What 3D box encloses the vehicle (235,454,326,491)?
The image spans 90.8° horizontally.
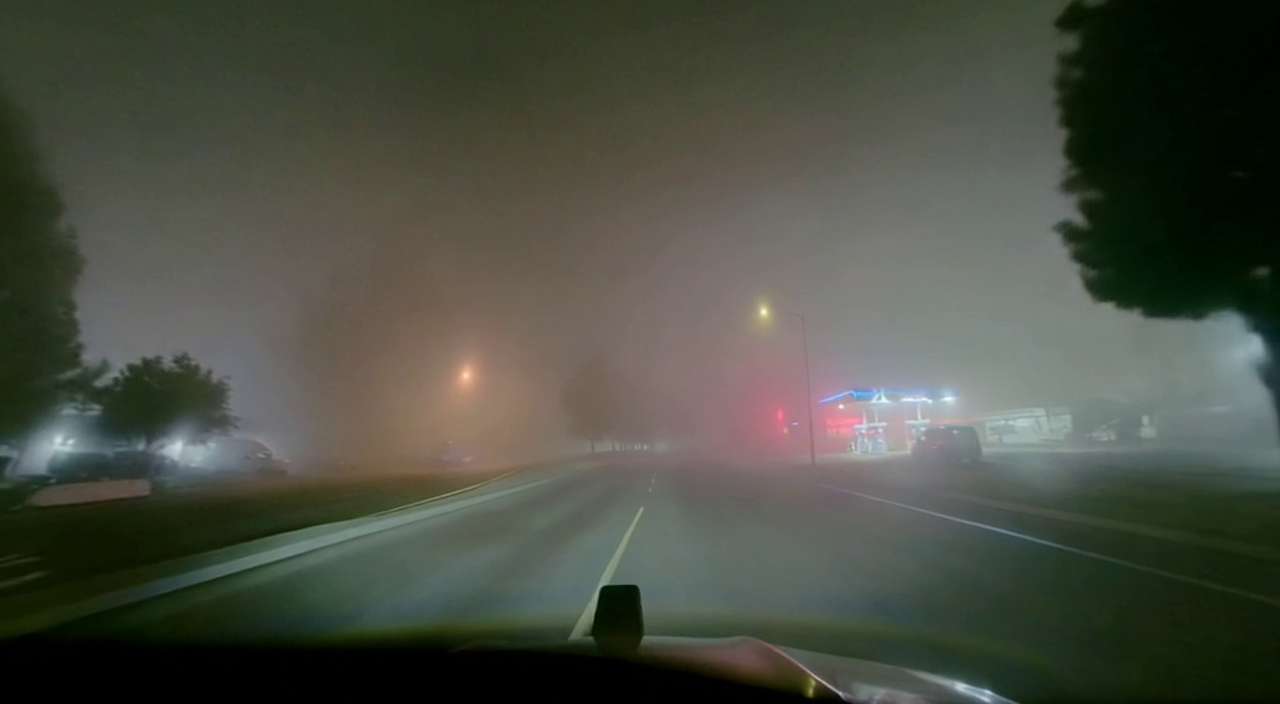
[{"bbox_3d":[-19.510,6.503,34.558,1.988,1.785,4.802,-1,-9,2],"label":"vehicle"}]

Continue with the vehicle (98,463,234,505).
[{"bbox_3d":[-19.855,5.508,26.776,1.787,1.471,4.709,-1,-9,6],"label":"vehicle"}]

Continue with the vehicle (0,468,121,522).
[{"bbox_3d":[-20.220,4.652,20.868,1.924,1.479,4.706,-1,-9,4],"label":"vehicle"}]

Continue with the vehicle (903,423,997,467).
[{"bbox_3d":[14.472,4.414,29.871,2.108,1.877,4.807,-1,-9,2],"label":"vehicle"}]
